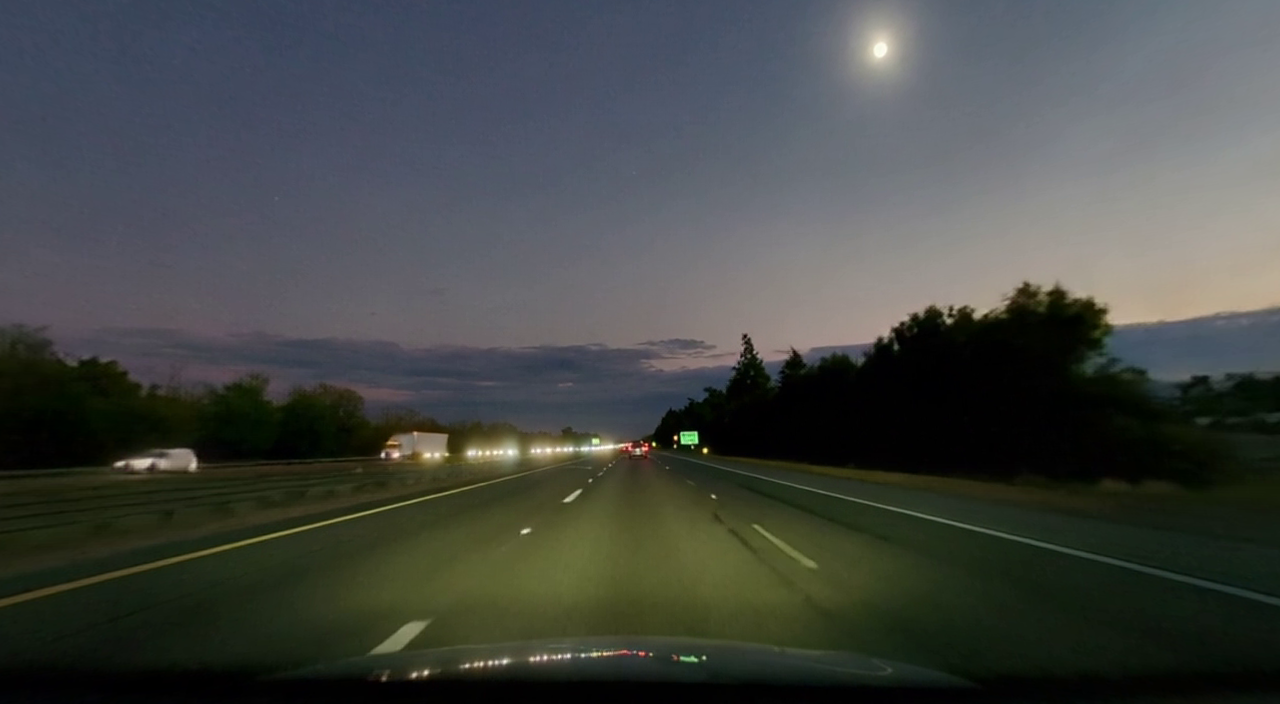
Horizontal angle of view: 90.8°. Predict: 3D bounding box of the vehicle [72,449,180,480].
[{"bbox_3d":[-36.498,7.984,45.188,2.205,2.001,6.465,0,-9,0],"label":"vehicle"}]
